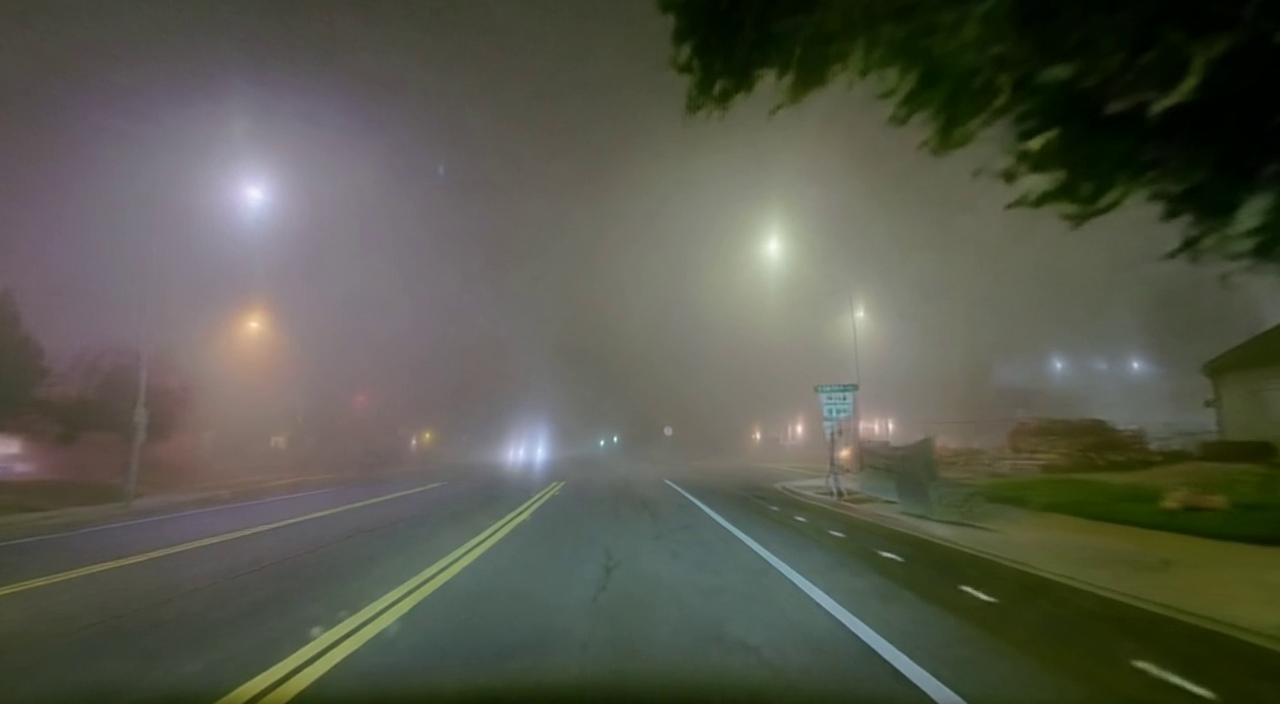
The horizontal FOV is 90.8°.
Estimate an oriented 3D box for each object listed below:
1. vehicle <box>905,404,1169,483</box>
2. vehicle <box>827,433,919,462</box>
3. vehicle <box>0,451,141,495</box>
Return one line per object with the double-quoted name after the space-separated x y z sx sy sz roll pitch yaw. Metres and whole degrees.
11.291 2.667 18.380 5.949 2.092 2.570 1 -9 -2 "vehicle"
13.872 5.739 37.841 4.702 1.661 1.977 0 -8 0 "vehicle"
-26.000 5.395 28.364 5.067 1.792 2.217 2 -9 -9 "vehicle"
